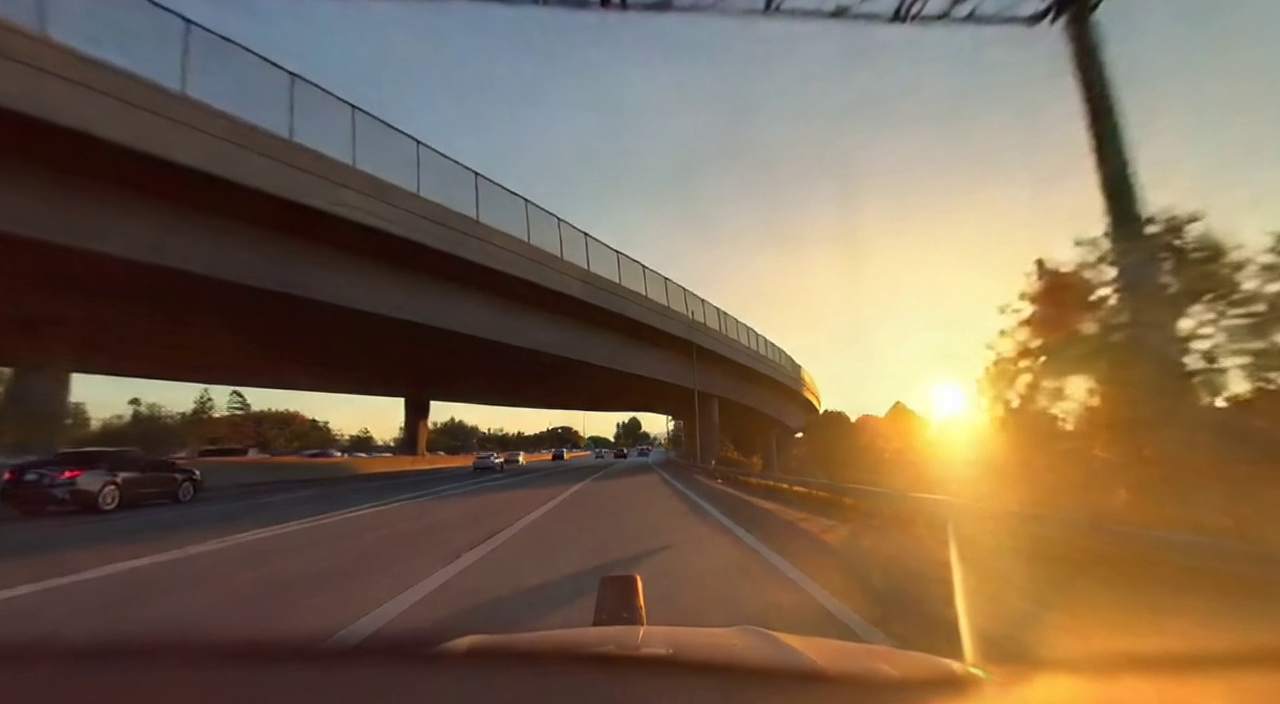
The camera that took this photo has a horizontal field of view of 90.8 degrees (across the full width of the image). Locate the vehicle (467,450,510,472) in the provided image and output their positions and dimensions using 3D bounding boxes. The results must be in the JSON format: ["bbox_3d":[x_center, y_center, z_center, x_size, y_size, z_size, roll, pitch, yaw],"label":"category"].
[{"bbox_3d":[-10.850,7.820,45.526,2.271,1.537,4.029,0,-9,-2],"label":"vehicle"}]

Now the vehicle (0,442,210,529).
[{"bbox_3d":[-11.631,2.737,13.573,1.829,1.520,4.505,0,-9,-4],"label":"vehicle"}]
